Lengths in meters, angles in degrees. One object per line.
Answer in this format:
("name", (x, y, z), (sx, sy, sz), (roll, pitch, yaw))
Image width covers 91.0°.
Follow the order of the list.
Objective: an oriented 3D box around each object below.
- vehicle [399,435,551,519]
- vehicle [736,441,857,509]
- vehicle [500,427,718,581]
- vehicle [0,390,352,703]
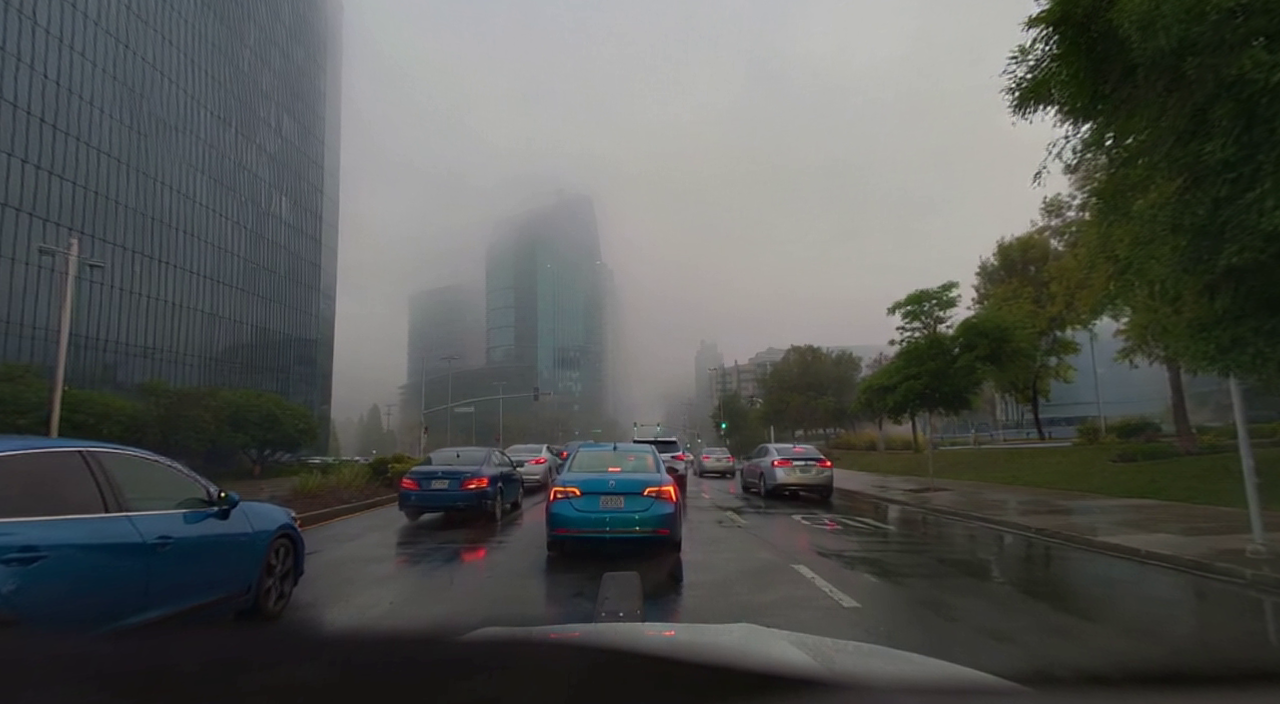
("vehicle", (-3.341, 2.632, 13.820), (2.044, 1.508, 4.479), (0, -9, 1))
("vehicle", (3.839, 3.078, 16.255), (1.940, 1.514, 4.187), (0, -9, -1))
("vehicle", (-0.247, 1.848, 8.529), (2.174, 1.509, 4.374), (0, -9, 2))
("vehicle", (-3.555, 1.071, 3.550), (1.933, 1.520, 4.195), (0, -9, -1))
